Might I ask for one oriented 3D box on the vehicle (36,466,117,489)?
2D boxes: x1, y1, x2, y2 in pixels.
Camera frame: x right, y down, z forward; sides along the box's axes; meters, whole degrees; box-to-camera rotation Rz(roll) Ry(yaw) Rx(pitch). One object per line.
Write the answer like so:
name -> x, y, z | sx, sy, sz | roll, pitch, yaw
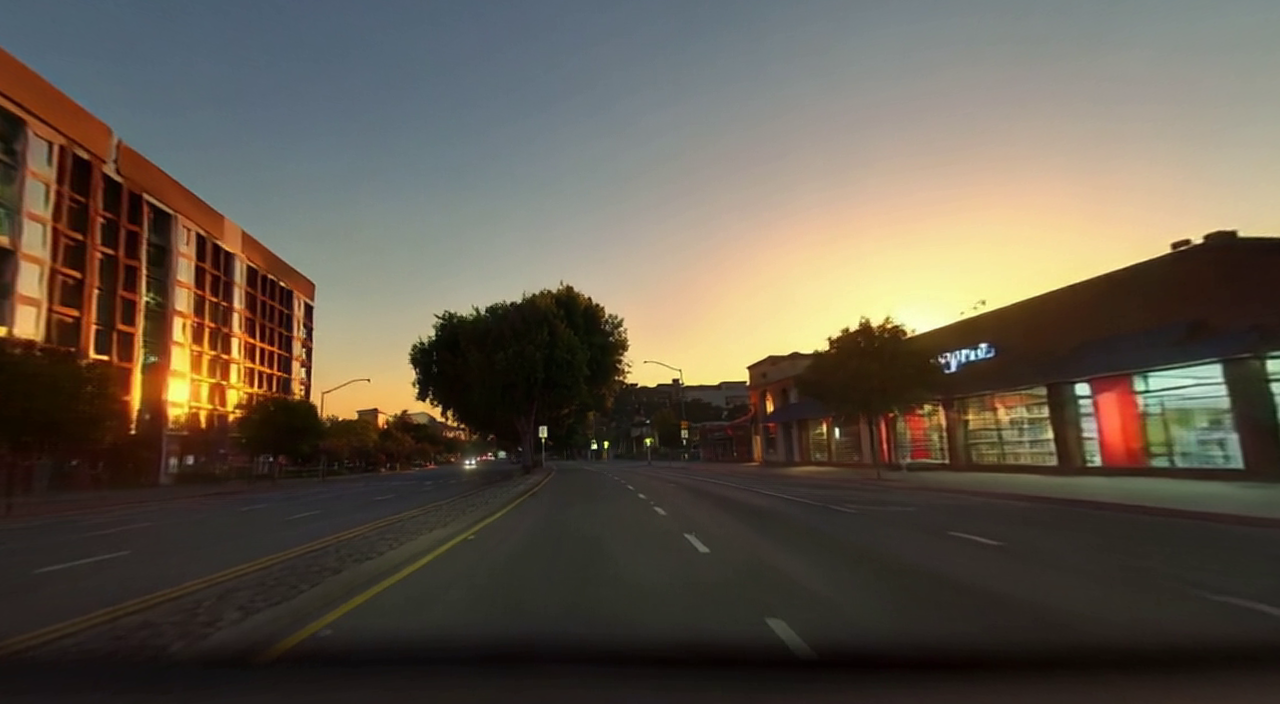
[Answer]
vehicle -> -41.373, 9.172, 46.467 | 3.994, 1.491, 1.730 | 4, -9, -26
